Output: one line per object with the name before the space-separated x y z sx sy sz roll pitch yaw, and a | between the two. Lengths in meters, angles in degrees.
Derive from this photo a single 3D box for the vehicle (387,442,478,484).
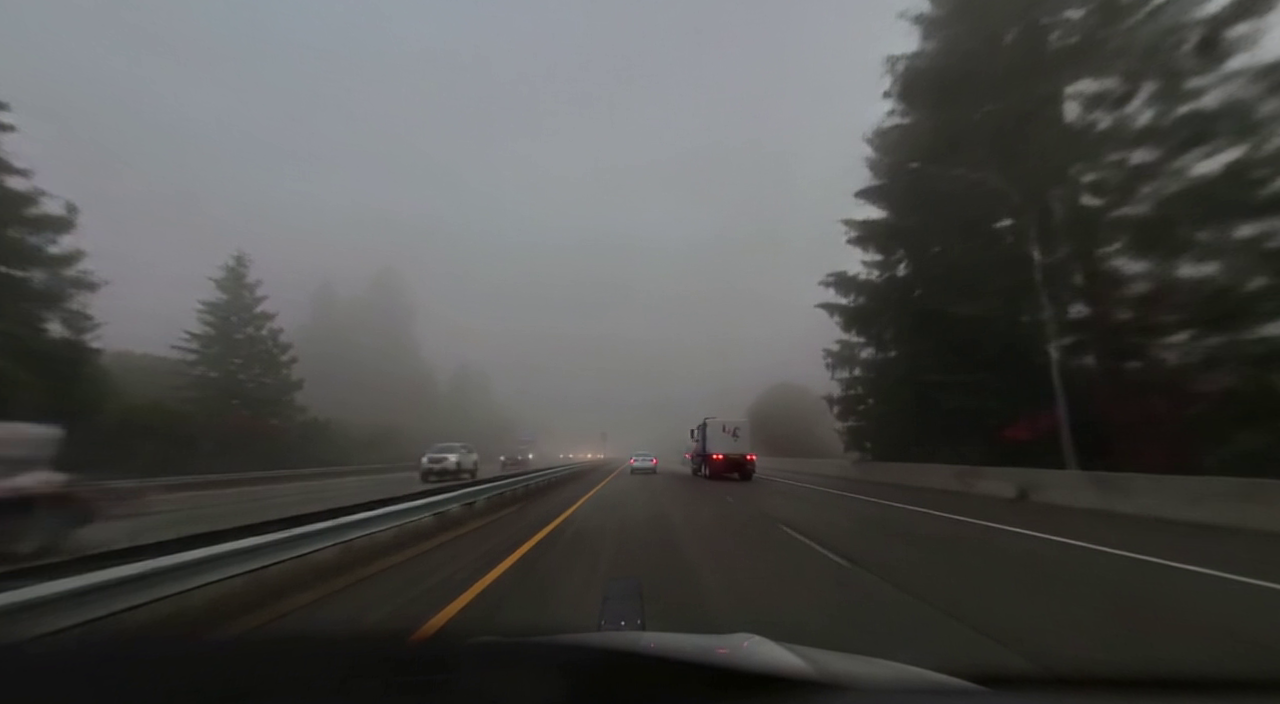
vehicle | -8.017 4.340 24.857 2.039 1.492 4.464 0 -9 0

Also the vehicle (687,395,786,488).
vehicle | 4.331 4.532 31.407 2.885 3.679 12.102 0 -9 0

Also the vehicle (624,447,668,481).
vehicle | 0.277 5.328 30.215 1.939 1.495 3.612 0 -9 0
